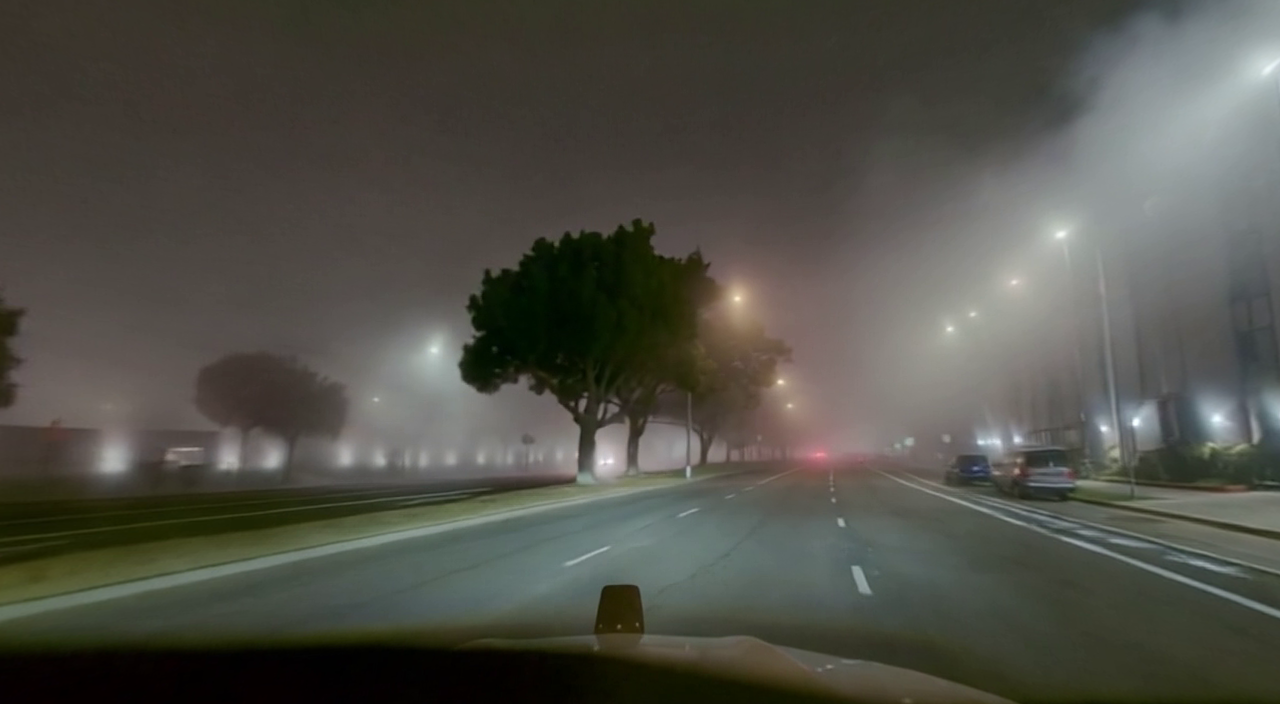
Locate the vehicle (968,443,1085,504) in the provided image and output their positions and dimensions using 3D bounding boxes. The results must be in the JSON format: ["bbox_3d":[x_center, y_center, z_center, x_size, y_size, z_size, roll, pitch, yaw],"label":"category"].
[{"bbox_3d":[13.128,4.077,21.836,2.152,1.869,4.476,-2,-8,14],"label":"vehicle"}]
